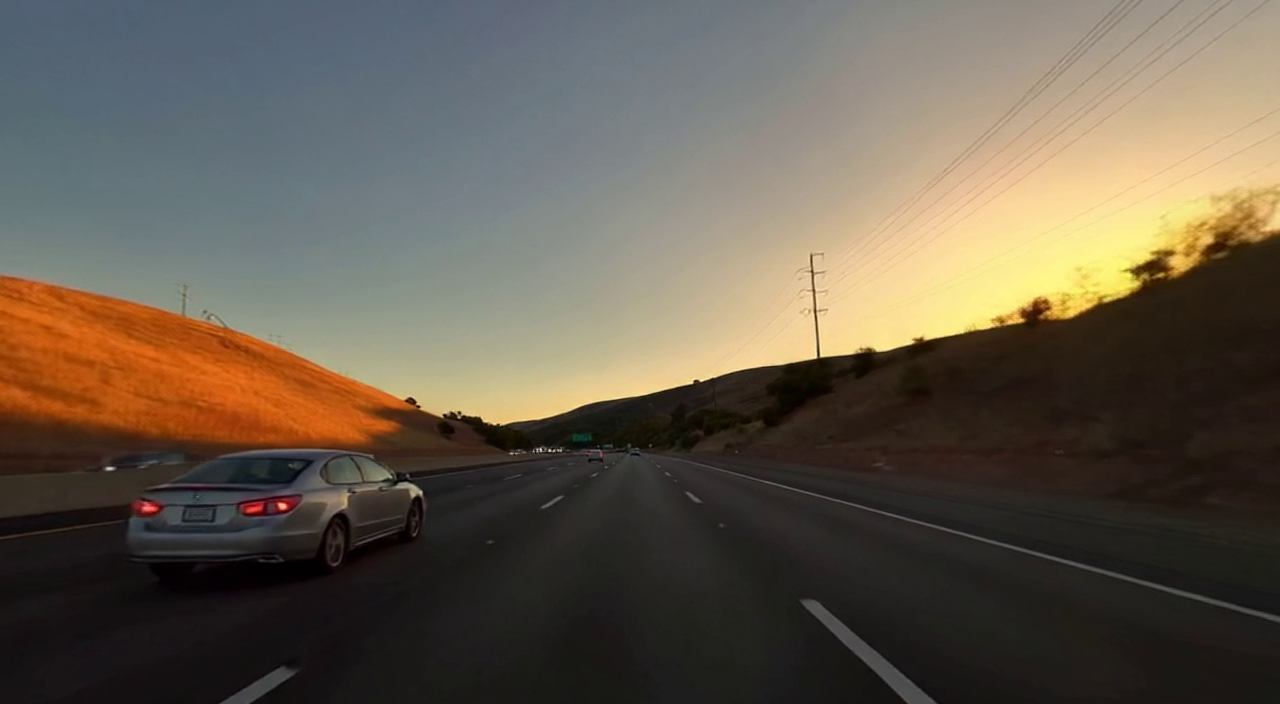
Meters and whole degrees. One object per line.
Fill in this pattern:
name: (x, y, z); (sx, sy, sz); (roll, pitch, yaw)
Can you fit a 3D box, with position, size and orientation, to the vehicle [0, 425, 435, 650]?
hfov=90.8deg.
vehicle: (-4.083, 1.621, 6.775); (2.064, 1.489, 4.966); (0, -9, 0)
